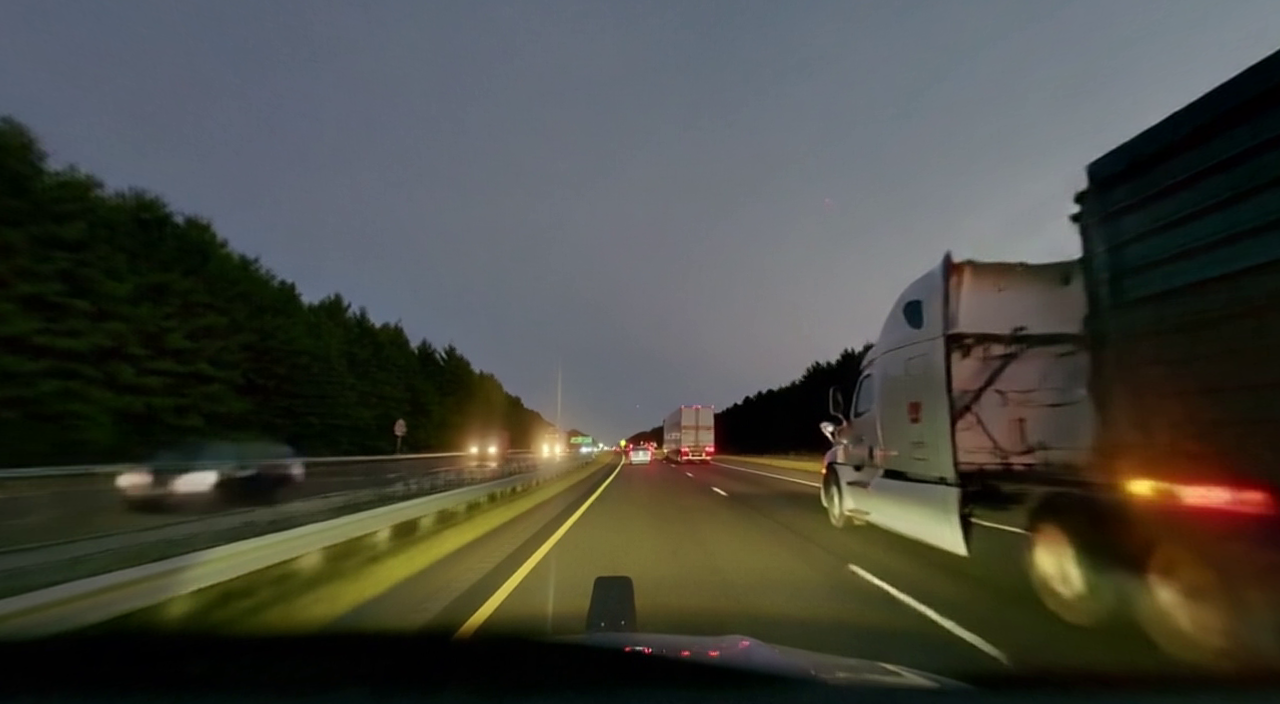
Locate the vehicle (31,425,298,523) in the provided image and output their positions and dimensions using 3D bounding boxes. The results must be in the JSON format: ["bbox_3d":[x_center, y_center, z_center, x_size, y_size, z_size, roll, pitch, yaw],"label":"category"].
[{"bbox_3d":[-9.108,2.361,12.704,2.020,1.618,4.287,0,-9,0],"label":"vehicle"}]

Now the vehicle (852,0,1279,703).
[{"bbox_3d":[4.457,-0.158,0.853,2.867,3.571,14.305,0,-9,-2],"label":"vehicle"}]

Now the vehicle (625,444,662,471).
[{"bbox_3d":[0.141,6.323,38.093,2.051,1.513,4.511,0,-9,-2],"label":"vehicle"}]
